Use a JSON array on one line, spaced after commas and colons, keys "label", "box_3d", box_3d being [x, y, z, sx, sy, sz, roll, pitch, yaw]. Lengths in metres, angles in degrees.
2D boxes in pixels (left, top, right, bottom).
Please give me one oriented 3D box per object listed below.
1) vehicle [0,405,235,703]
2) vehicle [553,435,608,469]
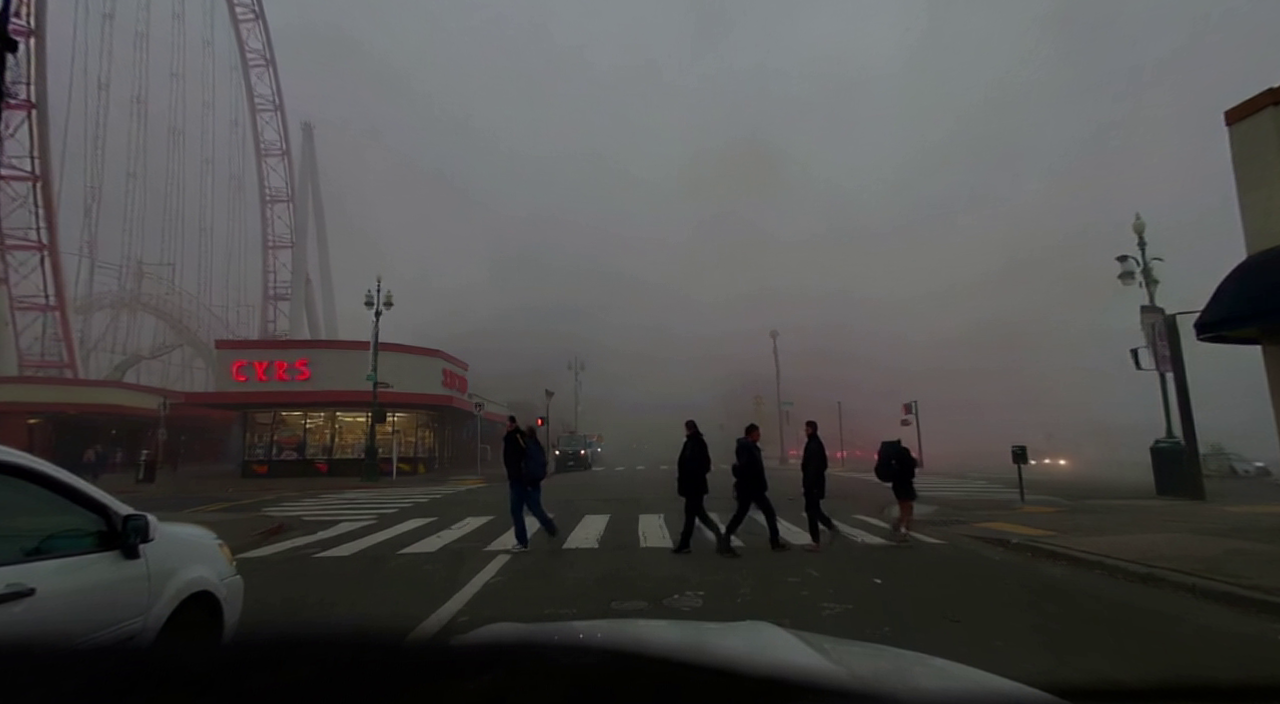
[{"label": "vehicle", "box_3d": [-3.376, 0.790, 1.184, 1.940, 1.505, 4.676, -1, -9, 3]}, {"label": "vehicle", "box_3d": [-3.915, 6.362, 40.260, 2.549, 2.000, 5.699, 2, -9, -15]}]
